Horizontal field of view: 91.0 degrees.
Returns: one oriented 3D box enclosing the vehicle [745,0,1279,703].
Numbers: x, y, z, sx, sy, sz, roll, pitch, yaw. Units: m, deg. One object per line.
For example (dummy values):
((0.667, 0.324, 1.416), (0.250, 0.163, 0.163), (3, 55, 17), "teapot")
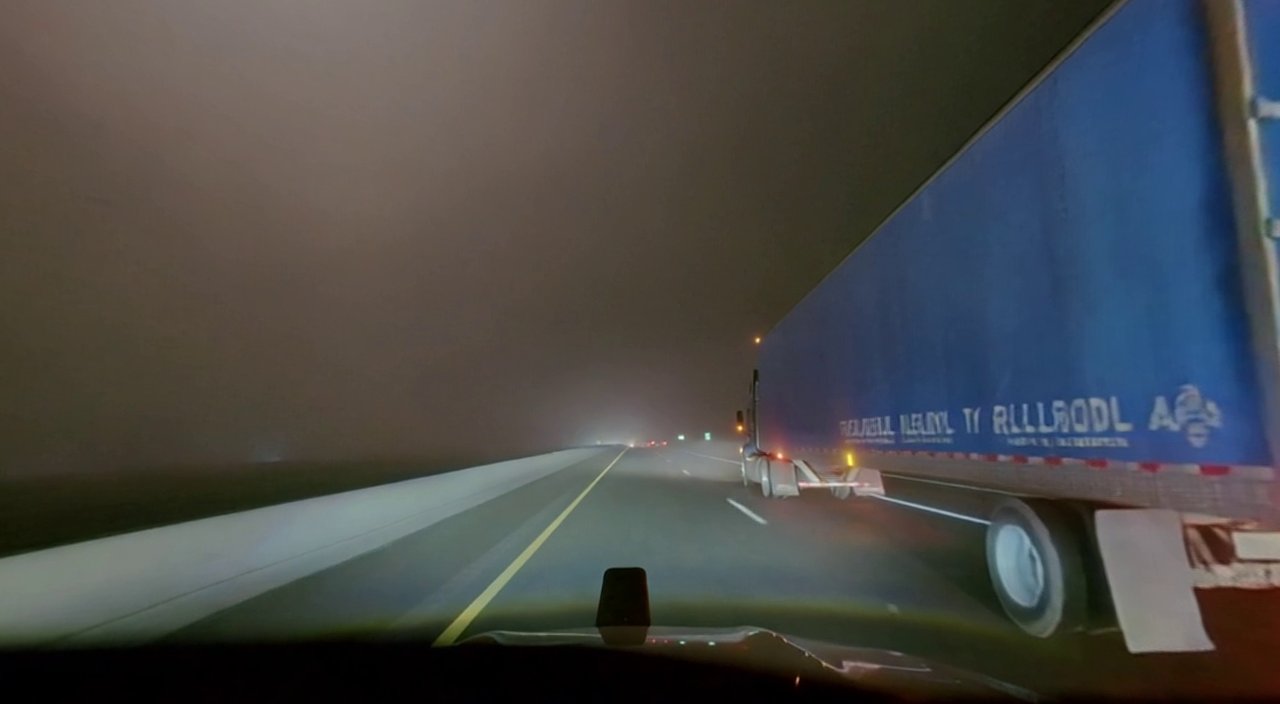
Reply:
((4.204, 0.727, 9.392), (3.006, 4.093, 14.142), (0, -8, 1), "vehicle")
